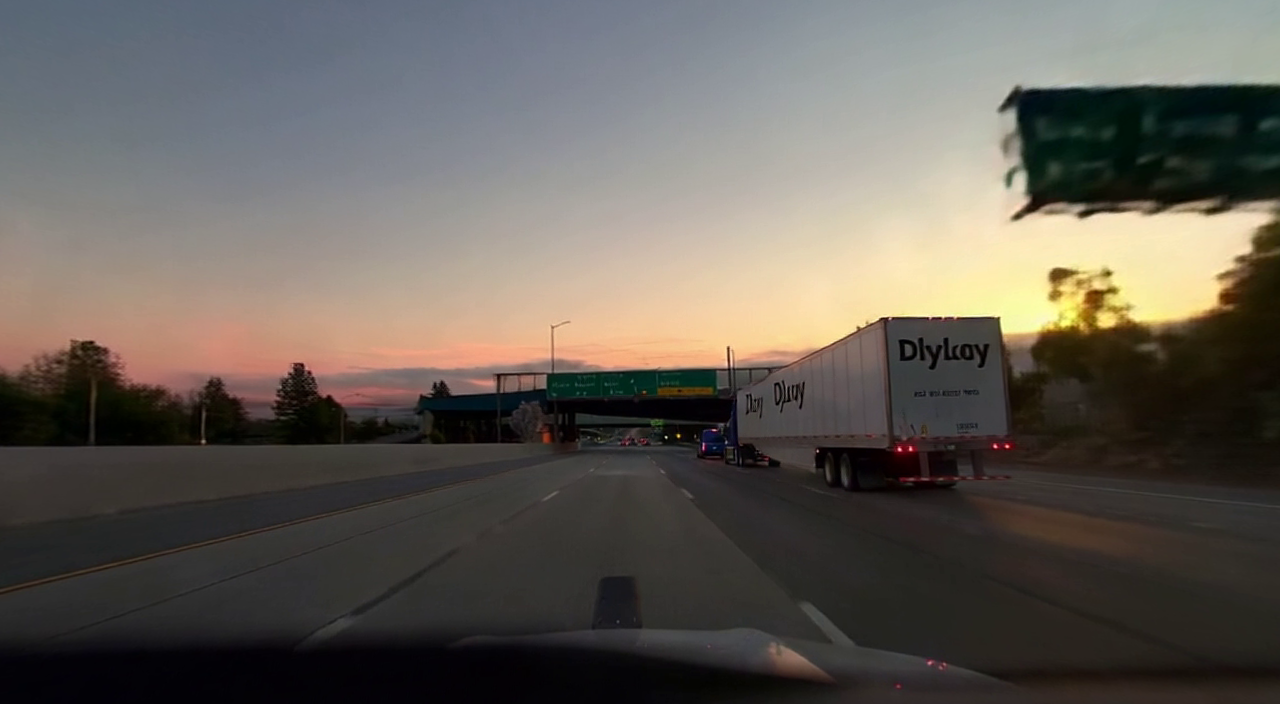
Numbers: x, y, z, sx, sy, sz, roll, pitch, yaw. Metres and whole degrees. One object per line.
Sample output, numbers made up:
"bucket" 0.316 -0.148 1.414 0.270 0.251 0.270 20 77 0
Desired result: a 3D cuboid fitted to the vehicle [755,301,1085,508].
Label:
"vehicle" 6.749 2.128 20.095 2.962 3.947 16.241 0 -8 -1
